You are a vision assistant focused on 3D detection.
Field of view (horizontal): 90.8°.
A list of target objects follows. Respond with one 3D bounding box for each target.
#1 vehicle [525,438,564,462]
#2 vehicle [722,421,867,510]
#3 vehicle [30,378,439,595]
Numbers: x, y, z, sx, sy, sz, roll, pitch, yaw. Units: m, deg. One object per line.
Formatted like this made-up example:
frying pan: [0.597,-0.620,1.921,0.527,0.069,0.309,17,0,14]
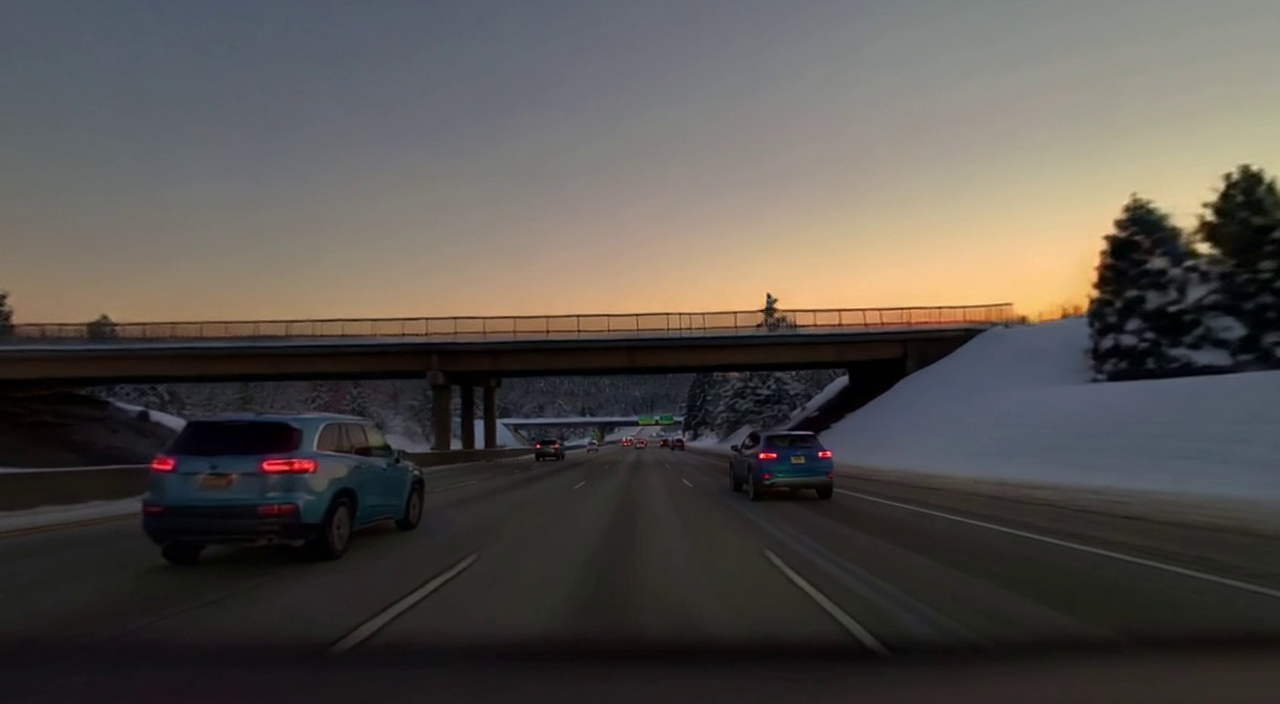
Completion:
vehicle: [-7.482,7.709,49.819,2.193,1.818,4.995,-1,-9,1]
vehicle: [3.386,2.604,14.912,2.185,1.749,4.477,0,-9,-1]
vehicle: [-4.298,1.520,7.952,2.018,1.872,4.728,0,-9,-1]
